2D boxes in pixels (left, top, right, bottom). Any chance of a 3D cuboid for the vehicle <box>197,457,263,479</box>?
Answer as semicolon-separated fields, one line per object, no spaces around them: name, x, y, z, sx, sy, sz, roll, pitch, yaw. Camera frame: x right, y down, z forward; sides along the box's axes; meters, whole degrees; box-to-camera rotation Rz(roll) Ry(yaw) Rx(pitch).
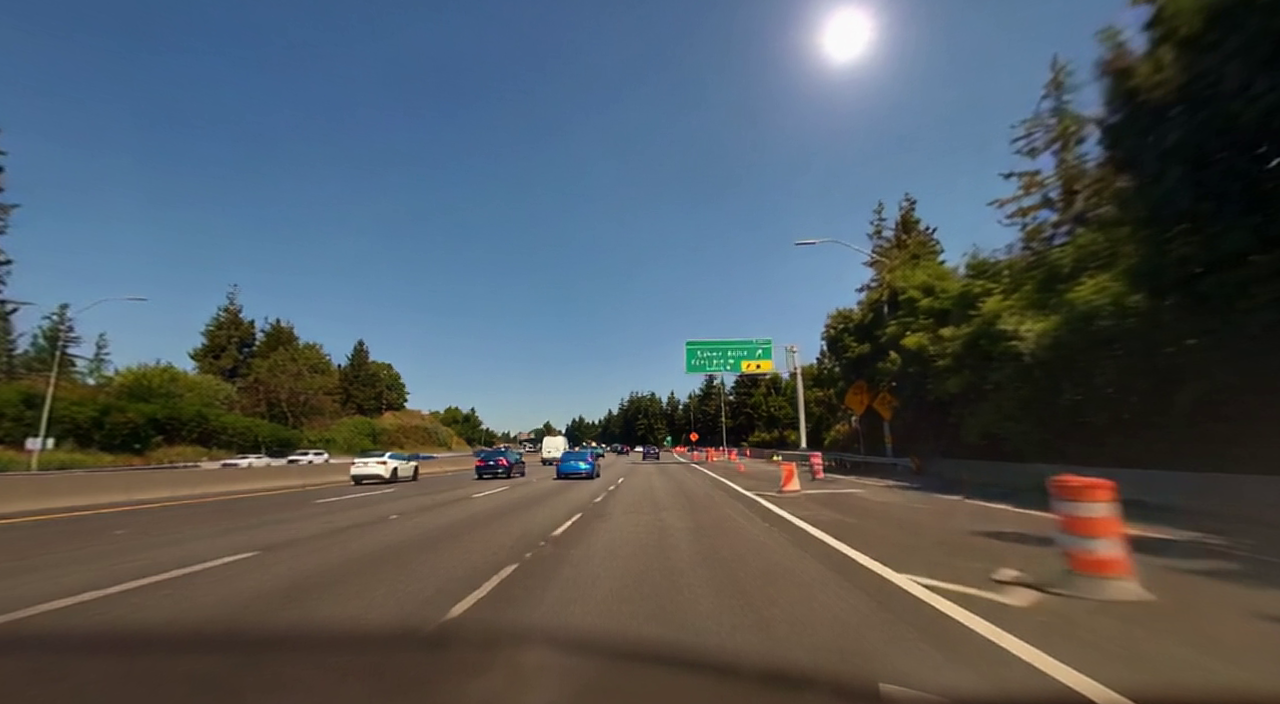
vehicle;-31.327;8.871;48.108;1.892;1.484;4.584;0;-9;0

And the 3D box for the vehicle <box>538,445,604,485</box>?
vehicle;-2.686;4.515;25.538;1.963;1.462;4.681;0;-9;2

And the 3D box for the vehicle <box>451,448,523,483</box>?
vehicle;-6.813;5.086;28.476;1.951;1.439;4.633;0;-9;2

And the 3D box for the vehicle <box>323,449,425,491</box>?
vehicle;-10.399;4.608;24.974;1.946;1.472;4.472;0;-9;2

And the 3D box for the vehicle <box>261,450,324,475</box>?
vehicle;-27.120;8.616;49.221;2.072;1.875;4.825;0;-9;1
